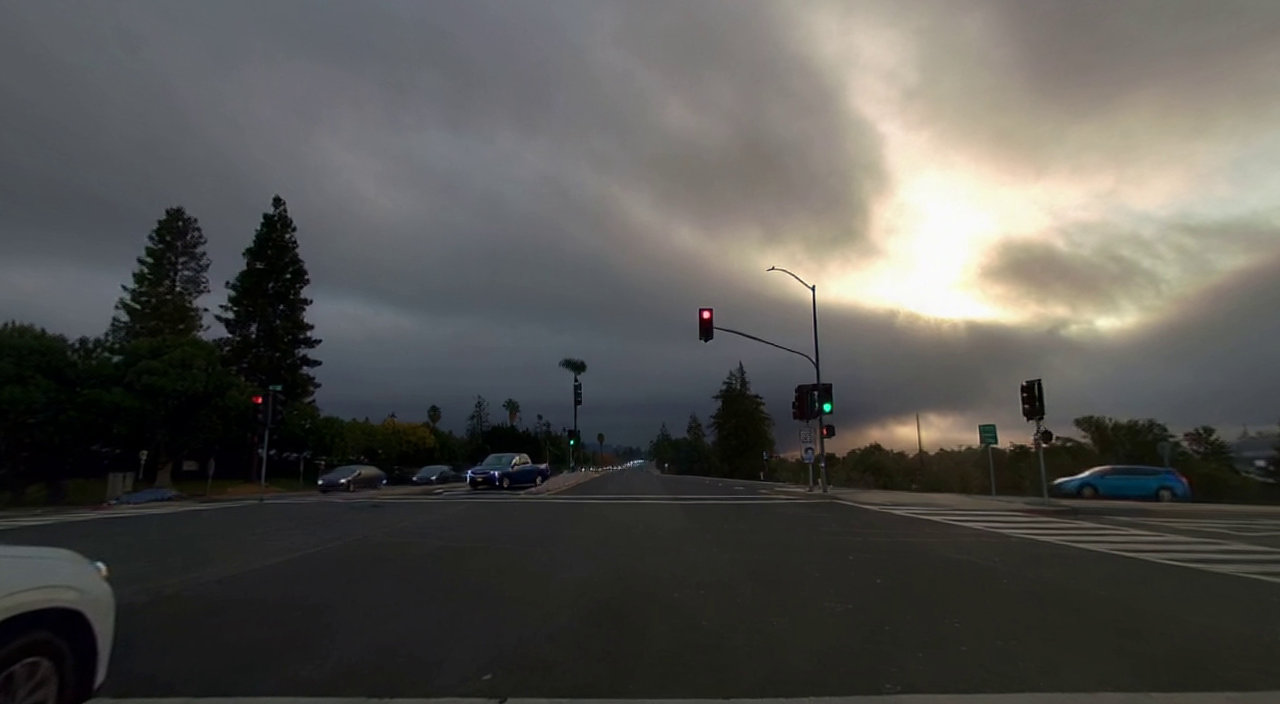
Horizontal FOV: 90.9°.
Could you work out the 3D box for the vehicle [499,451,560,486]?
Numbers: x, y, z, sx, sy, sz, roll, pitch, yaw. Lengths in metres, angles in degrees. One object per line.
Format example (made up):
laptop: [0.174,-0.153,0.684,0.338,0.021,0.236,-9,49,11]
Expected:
vehicle: [-5.172,5.532,30.254,2.107,1.456,4.728,0,-8,0]

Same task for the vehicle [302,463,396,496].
vehicle: [-18.340,8.023,40.018,2.050,1.755,5.135,-5,-10,28]

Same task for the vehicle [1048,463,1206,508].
vehicle: [19.865,5.442,25.954,4.571,1.621,2.113,-2,-9,13]

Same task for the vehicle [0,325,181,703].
vehicle: [-3.475,0.579,0.846,2.242,1.761,4.505,0,-8,1]

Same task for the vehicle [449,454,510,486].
vehicle: [-8.049,5.973,32.092,1.960,1.433,4.213,0,-8,1]

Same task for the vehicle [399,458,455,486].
vehicle: [-16.334,9.218,48.530,2.111,1.925,4.507,-2,-9,10]
